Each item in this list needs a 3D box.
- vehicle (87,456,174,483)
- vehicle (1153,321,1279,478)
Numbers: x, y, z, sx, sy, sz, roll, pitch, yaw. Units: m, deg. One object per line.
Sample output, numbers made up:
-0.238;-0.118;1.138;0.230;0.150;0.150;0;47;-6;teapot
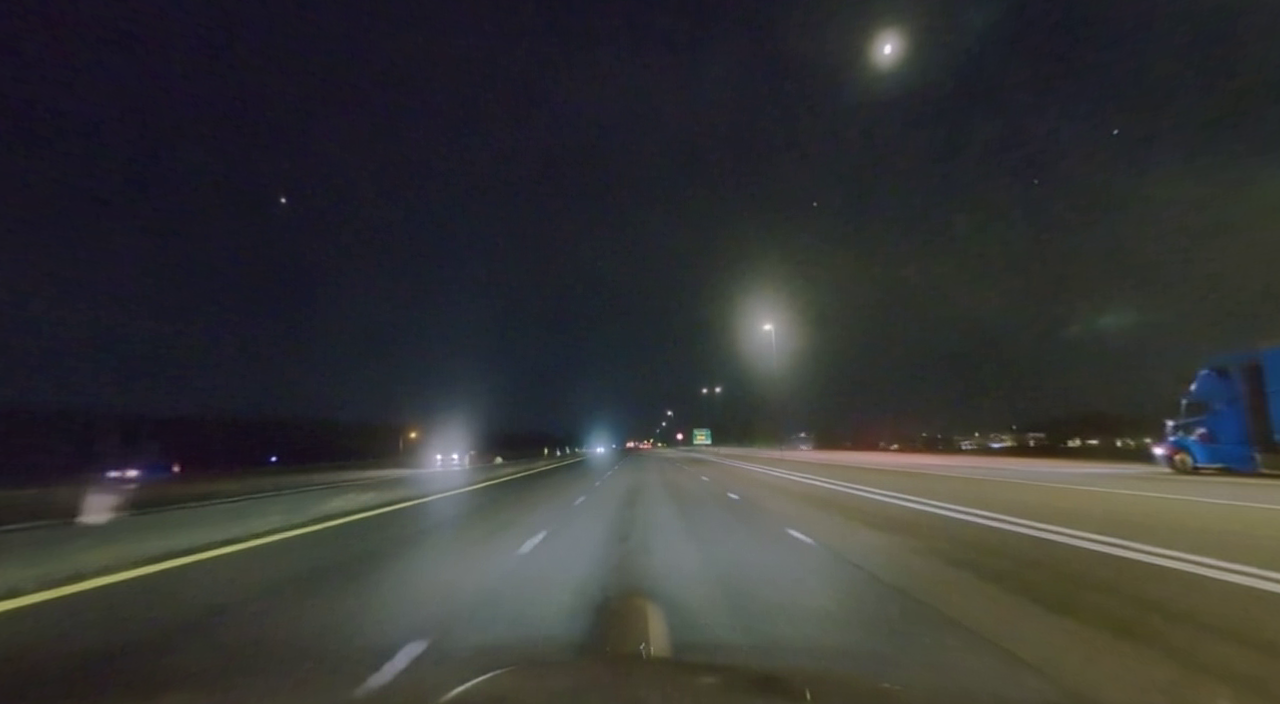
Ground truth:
-30.725;7.066;38.141;1.792;1.439;4.062;0;-8;1;vehicle
17.656;1.239;16.217;2.905;3.936;6.134;1;-8;-10;vehicle
